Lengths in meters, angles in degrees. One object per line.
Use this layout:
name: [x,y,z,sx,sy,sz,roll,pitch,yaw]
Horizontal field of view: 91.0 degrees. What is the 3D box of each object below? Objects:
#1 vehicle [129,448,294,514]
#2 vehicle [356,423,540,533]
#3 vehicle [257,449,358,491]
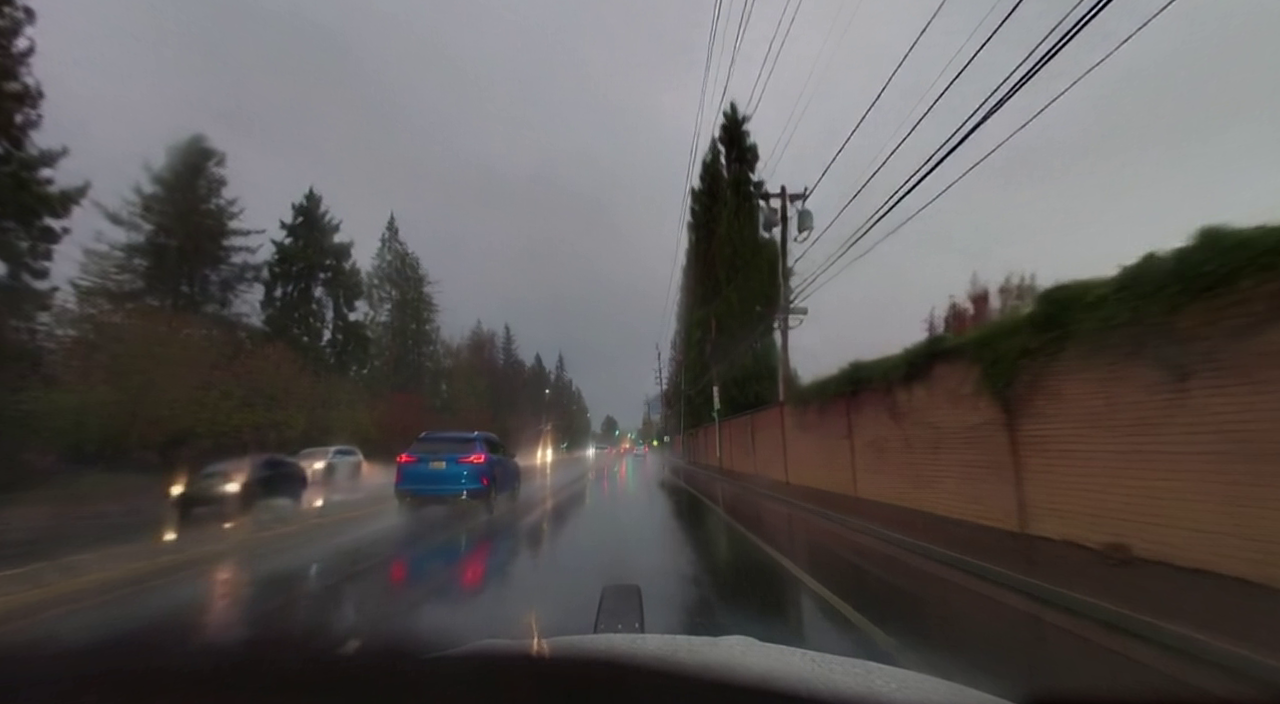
vehicle: [-11.955,3.585,17.967,1.855,1.619,4.040,0,-9,0]
vehicle: [-3.432,2.355,12.388,2.147,1.730,4.555,0,-8,1]
vehicle: [-15.725,5.560,30.144,2.096,1.799,4.990,-1,-8,0]
